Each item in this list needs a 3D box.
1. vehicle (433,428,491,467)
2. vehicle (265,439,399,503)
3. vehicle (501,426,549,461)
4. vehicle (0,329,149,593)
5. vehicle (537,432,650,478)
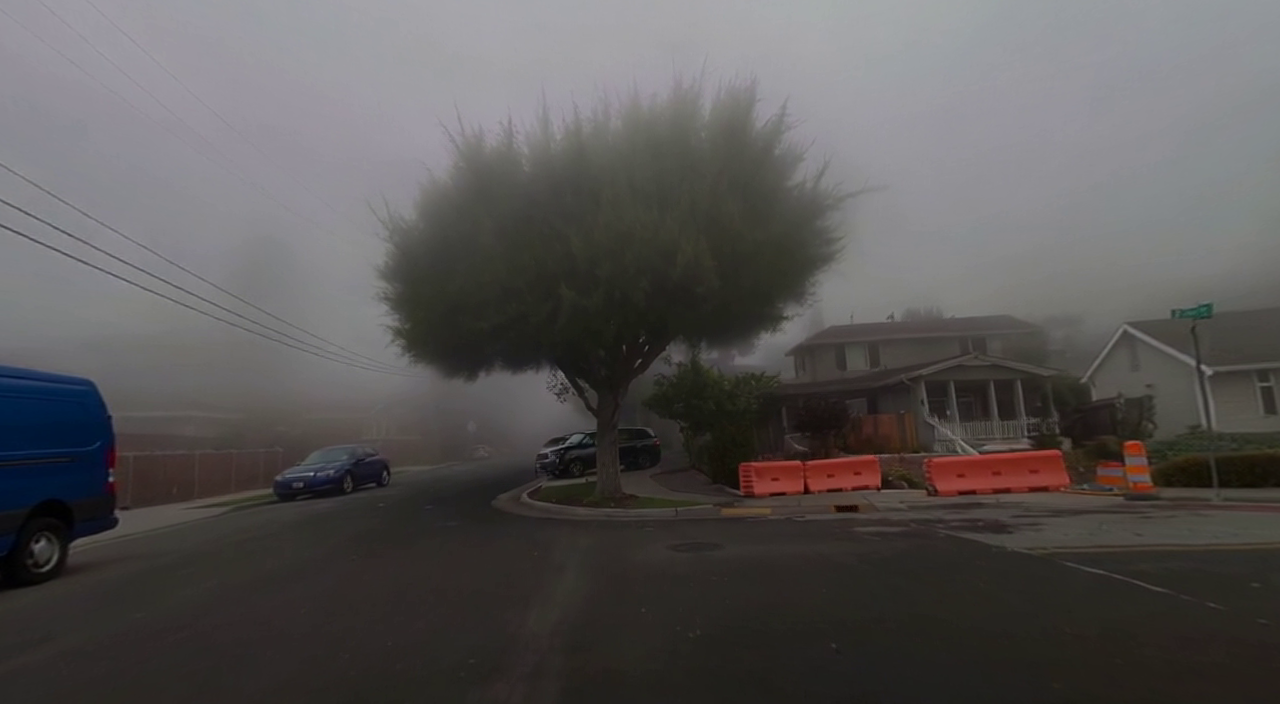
[{"bbox_3d":[-9.603,5.186,34.433,2.042,1.937,4.960,0,-8,-4],"label":"vehicle"},{"bbox_3d":[-8.295,3.185,17.443,1.899,1.524,4.082,0,-8,-5],"label":"vehicle"},{"bbox_3d":[-6.828,5.501,37.961,2.219,1.984,4.712,0,-8,-3],"label":"vehicle"},{"bbox_3d":[-7.100,0.908,4.444,2.284,2.500,7.006,-2,-6,-6],"label":"vehicle"},{"bbox_3d":[-1.508,3.513,21.899,1.827,1.436,4.070,-5,-9,32],"label":"vehicle"}]
